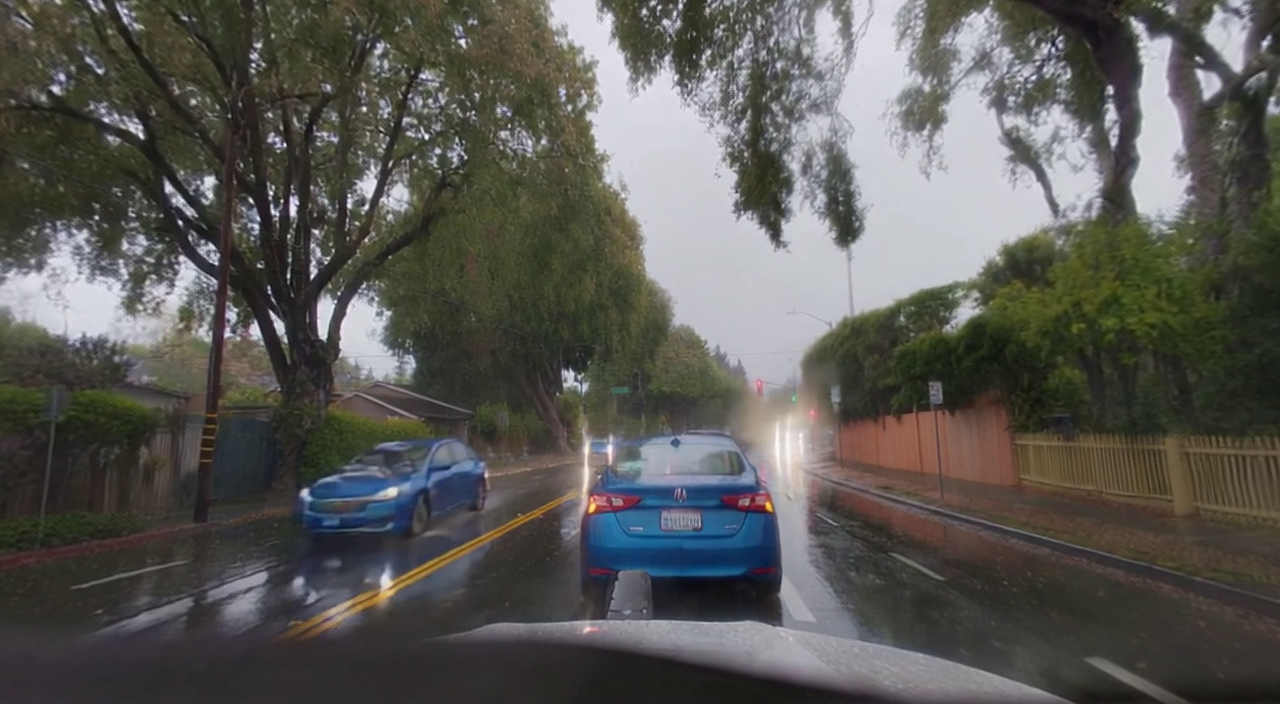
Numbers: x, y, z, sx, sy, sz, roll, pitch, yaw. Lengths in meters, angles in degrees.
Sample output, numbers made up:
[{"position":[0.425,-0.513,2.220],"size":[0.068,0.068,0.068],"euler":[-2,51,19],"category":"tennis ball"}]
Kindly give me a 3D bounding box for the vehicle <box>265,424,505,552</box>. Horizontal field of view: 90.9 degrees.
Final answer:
[{"position":[-4.088,2.259,11.050],"size":[2.160,1.507,4.470],"euler":[-7,-9,2],"category":"vehicle"}]

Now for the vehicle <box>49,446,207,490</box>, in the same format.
[{"position":[-18.110,4.085,22.410],"size":[4.069,1.445,2.063],"euler":[-2,-9,8],"category":"vehicle"}]

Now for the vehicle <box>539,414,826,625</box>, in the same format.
[{"position":[0.340,1.502,6.608],"size":[2.070,1.516,3.936],"euler":[0,-8,1],"category":"vehicle"}]
